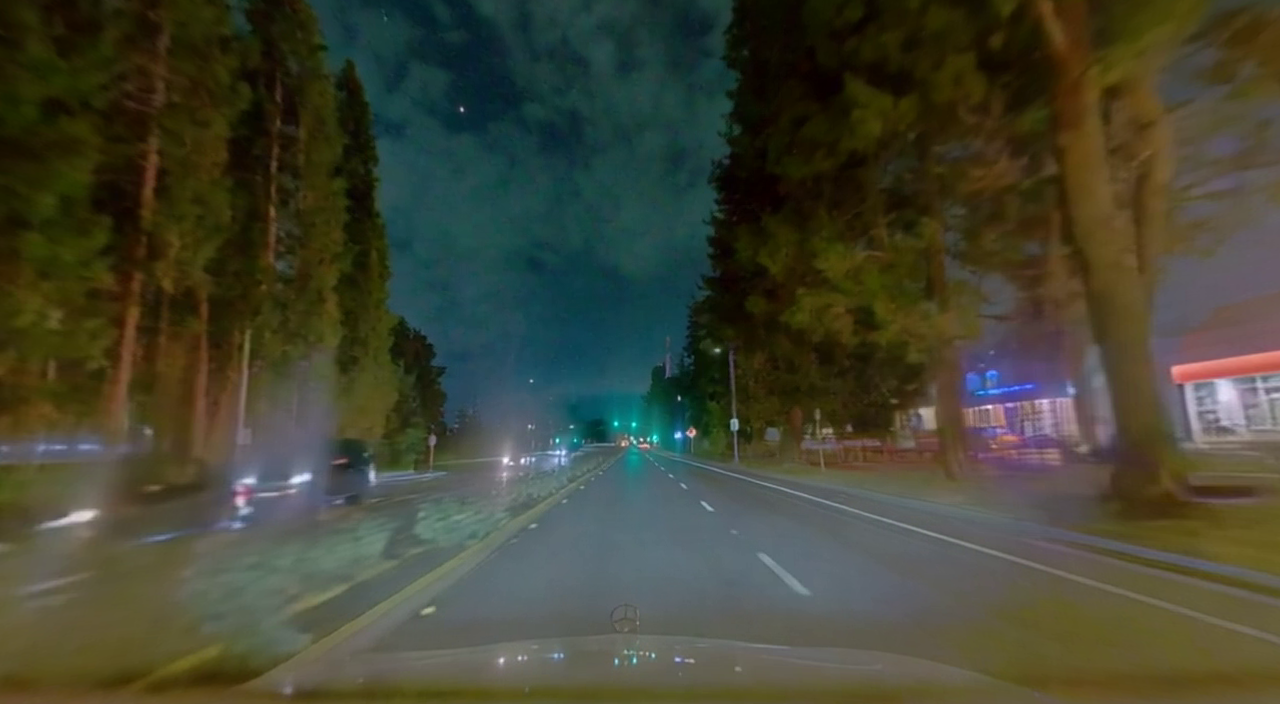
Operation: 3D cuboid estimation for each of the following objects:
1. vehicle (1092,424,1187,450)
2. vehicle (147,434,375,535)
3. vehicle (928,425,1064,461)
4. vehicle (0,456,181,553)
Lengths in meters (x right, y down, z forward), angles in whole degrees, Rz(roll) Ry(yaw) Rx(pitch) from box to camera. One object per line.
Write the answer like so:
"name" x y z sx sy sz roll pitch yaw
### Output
"vehicle" 29.614 5.118 37.526 1.749 1.436 4.792 0 -9 0
"vehicle" -7.721 2.694 13.551 2.129 1.649 4.647 -3 -8 -1
"vehicle" 16.328 4.211 29.050 4.947 1.587 2.133 0 -9 -2
"vehicle" -10.755 2.746 11.694 1.688 1.419 3.783 -5 -8 -1
